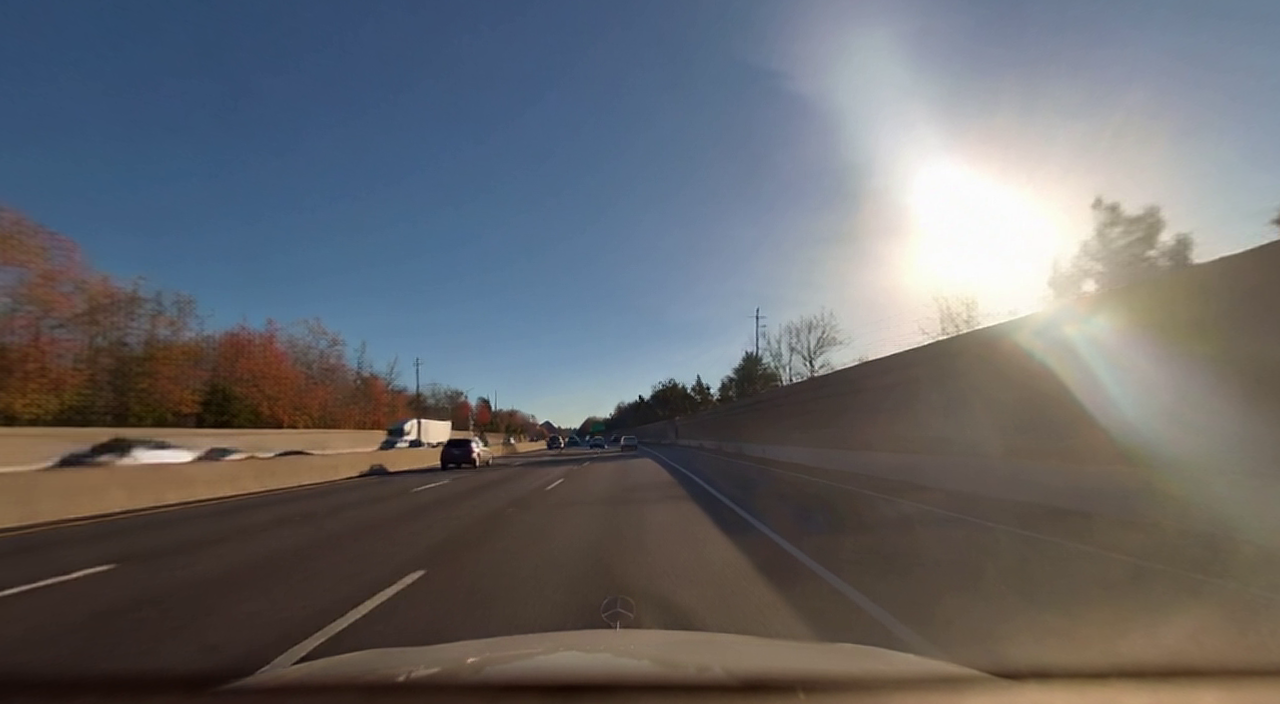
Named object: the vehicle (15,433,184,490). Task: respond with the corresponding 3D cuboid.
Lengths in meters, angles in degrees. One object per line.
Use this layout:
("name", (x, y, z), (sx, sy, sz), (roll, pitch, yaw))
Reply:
("vehicle", (-16.500, 3.326, 19.509), (1.786, 1.565, 3.896), (0, -8, -1))

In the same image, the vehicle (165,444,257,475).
("vehicle", (-23.699, 5.911, 34.990), (1.849, 1.552, 4.689), (0, -8, -1))

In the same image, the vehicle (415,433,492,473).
("vehicle", (-7.672, 4.175, 26.306), (1.972, 1.532, 4.222), (0, -8, 0))

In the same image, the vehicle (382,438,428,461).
("vehicle", (-17.005, 7.055, 45.696), (1.812, 1.519, 3.999), (0, -8, 0))
